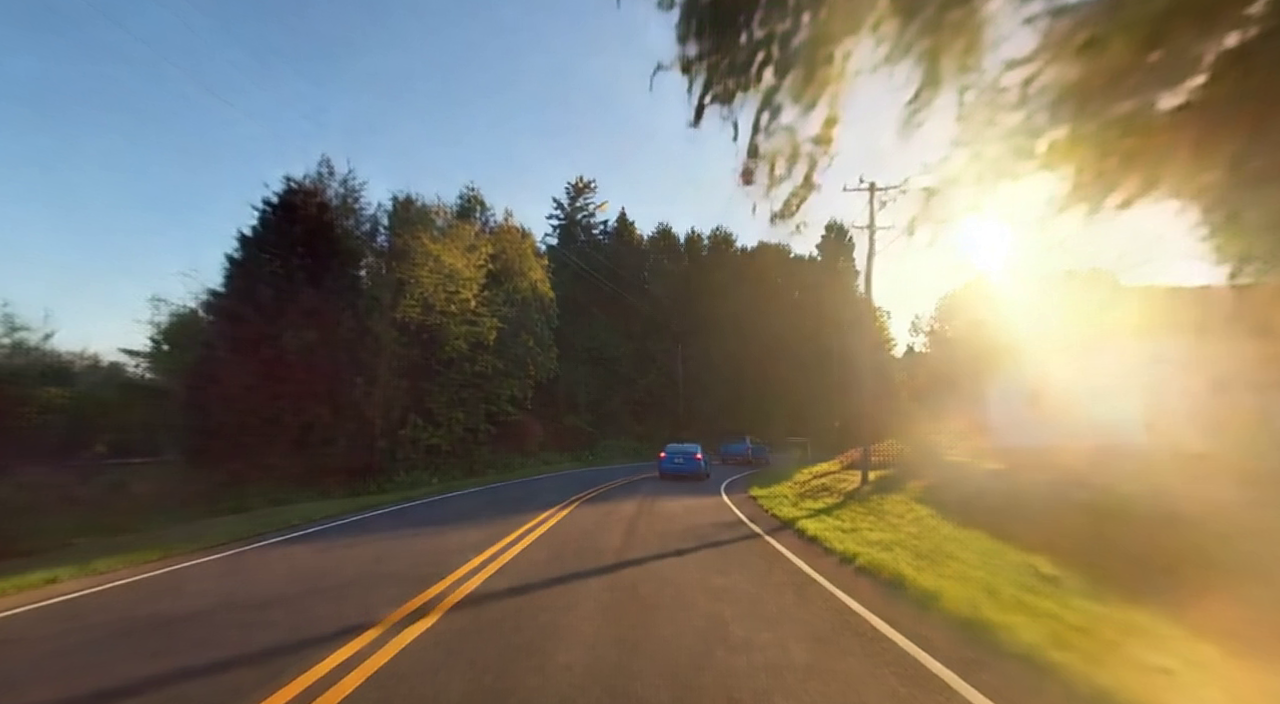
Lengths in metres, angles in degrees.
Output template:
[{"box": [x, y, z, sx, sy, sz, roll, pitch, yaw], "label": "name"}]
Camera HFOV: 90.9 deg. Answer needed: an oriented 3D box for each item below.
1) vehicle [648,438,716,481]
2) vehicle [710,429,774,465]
[{"box": [1.788, 4.249, 25.165, 2.157, 1.565, 4.243, -2, -9, 11], "label": "vehicle"}, {"box": [6.676, 6.114, 40.586, 2.376, 2.145, 5.953, -4, -9, 25], "label": "vehicle"}]
